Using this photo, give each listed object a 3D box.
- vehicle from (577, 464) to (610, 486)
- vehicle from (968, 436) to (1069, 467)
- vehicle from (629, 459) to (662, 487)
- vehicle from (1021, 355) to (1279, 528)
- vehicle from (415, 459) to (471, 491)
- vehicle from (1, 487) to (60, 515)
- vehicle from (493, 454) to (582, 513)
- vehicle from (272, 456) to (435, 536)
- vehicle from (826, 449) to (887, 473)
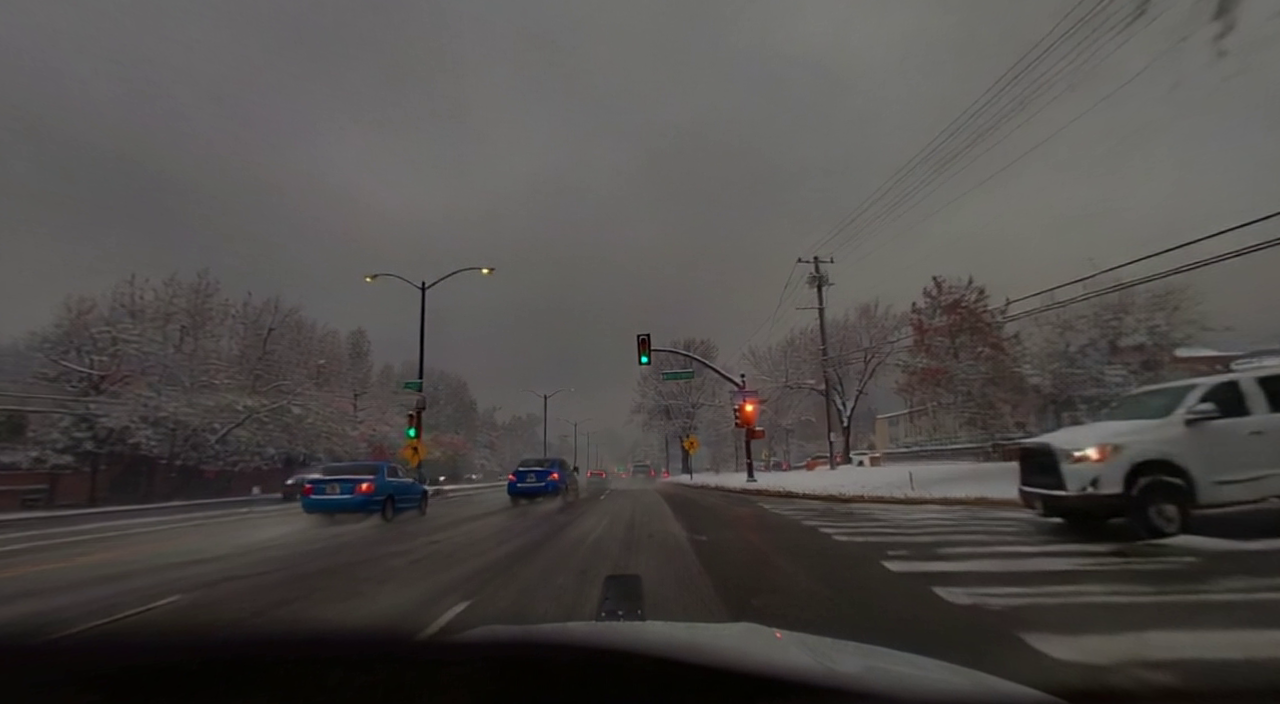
[{"bbox_3d":[-3.533,9.533,48.839,2.068,1.482,4.490,0,-9,2],"label":"vehicle"},{"bbox_3d":[20.108,5.307,33.617,1.835,1.501,4.158,7,-11,-33],"label":"vehicle"},{"bbox_3d":[0.354,8.211,42.920,2.144,1.704,4.028,1,-9,-1],"label":"vehicle"},{"bbox_3d":[9.960,1.428,9.846,6.464,2.280,2.483,1,-9,-4],"label":"vehicle"},{"bbox_3d":[-15.270,9.561,49.305,2.409,2.154,6.127,1,-9,0],"label":"vehicle"},{"bbox_3d":[-46.285,11.323,47.913,1.981,1.736,4.293,6,-10,-27],"label":"vehicle"},{"bbox_3d":[-3.205,4.209,20.698,2.085,1.663,4.513,1,-9,1],"label":"vehicle"},{"bbox_3d":[-6.758,3.388,15.454,1.932,1.596,4.247,1,-9,1],"label":"vehicle"},{"bbox_3d":[14.899,7.569,43.593,1.826,1.474,4.254,1,-10,-14],"label":"vehicle"}]
